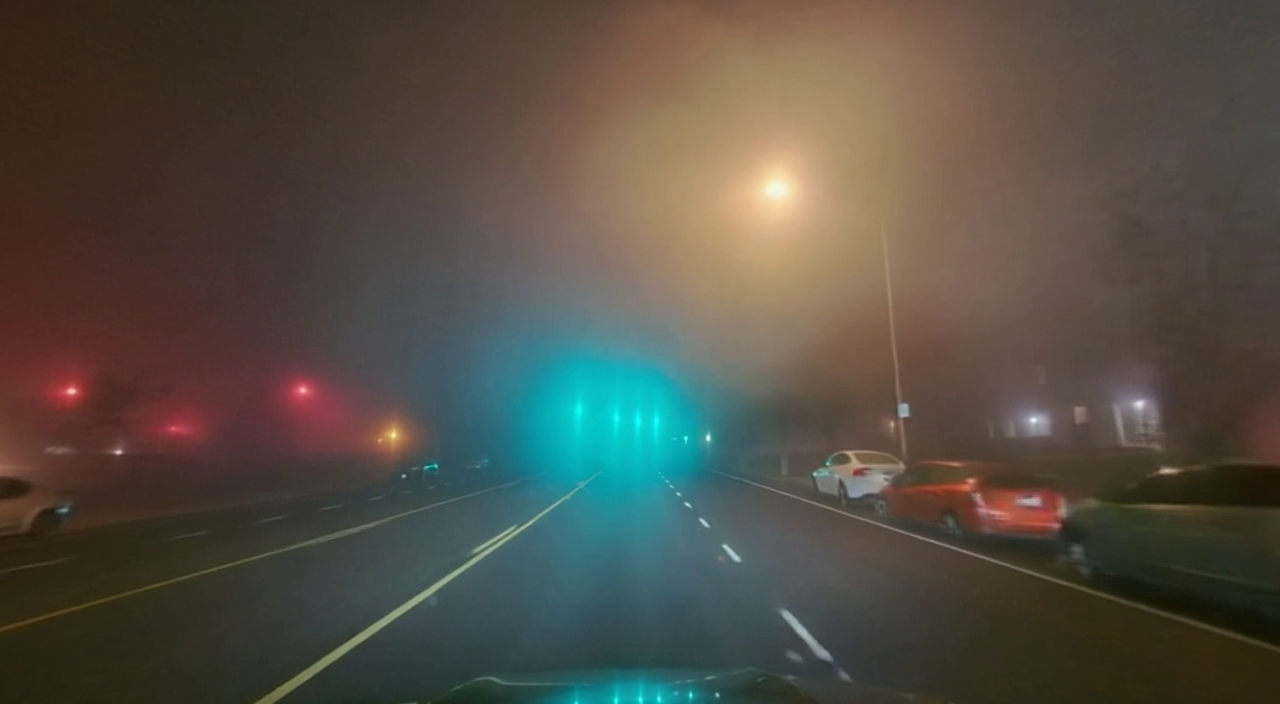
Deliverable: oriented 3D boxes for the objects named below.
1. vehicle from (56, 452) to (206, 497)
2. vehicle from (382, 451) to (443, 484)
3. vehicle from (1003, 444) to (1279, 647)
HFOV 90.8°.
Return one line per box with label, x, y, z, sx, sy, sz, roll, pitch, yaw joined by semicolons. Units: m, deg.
vehicle;-20.853;4.999;26.037;4.417;1.754;1.946;0;-9;-1
vehicle;-13.005;6.619;36.418;1.916;1.754;4.337;0;-9;-1
vehicle;5.582;1.587;5.757;1.875;1.466;4.355;0;-9;-1
